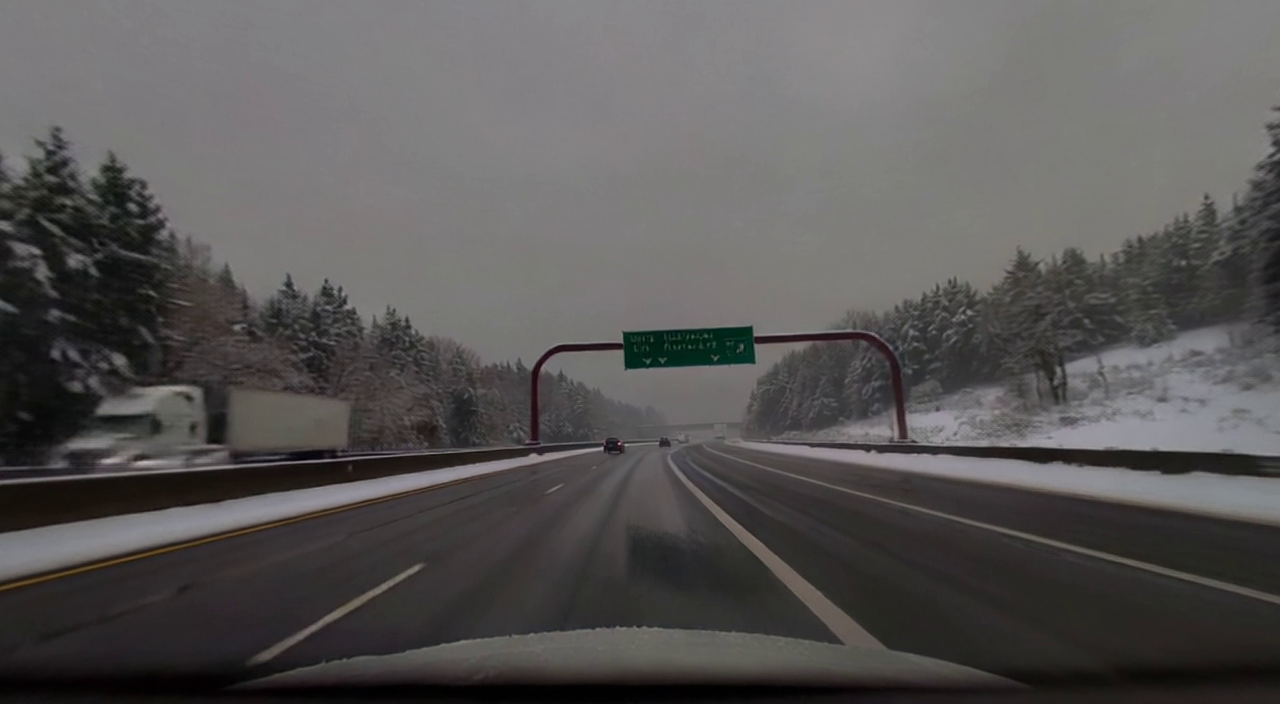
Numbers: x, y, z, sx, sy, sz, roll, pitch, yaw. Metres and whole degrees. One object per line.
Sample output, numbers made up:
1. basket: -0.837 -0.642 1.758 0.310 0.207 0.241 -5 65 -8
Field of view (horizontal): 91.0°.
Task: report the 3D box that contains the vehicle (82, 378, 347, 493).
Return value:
1. vehicle: -15.264 3.217 24.128 3.205 3.498 9.568 0 -8 2
